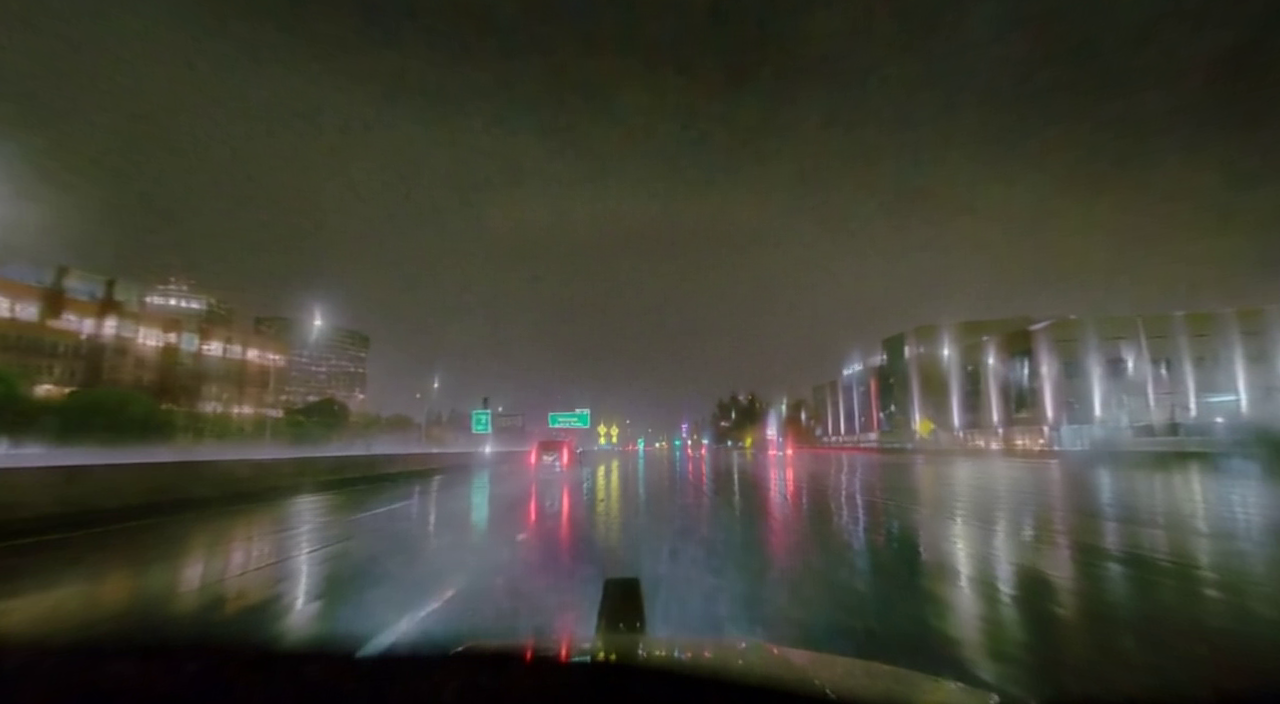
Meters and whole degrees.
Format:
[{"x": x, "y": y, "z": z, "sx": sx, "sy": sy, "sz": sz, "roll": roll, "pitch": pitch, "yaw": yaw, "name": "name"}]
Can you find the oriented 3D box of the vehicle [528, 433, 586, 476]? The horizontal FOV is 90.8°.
[{"x": -3.665, "y": 4.617, "z": 28.600, "sx": 2.047, "sy": 1.786, "sz": 4.217, "roll": 0, "pitch": -8, "yaw": 0, "name": "vehicle"}]
